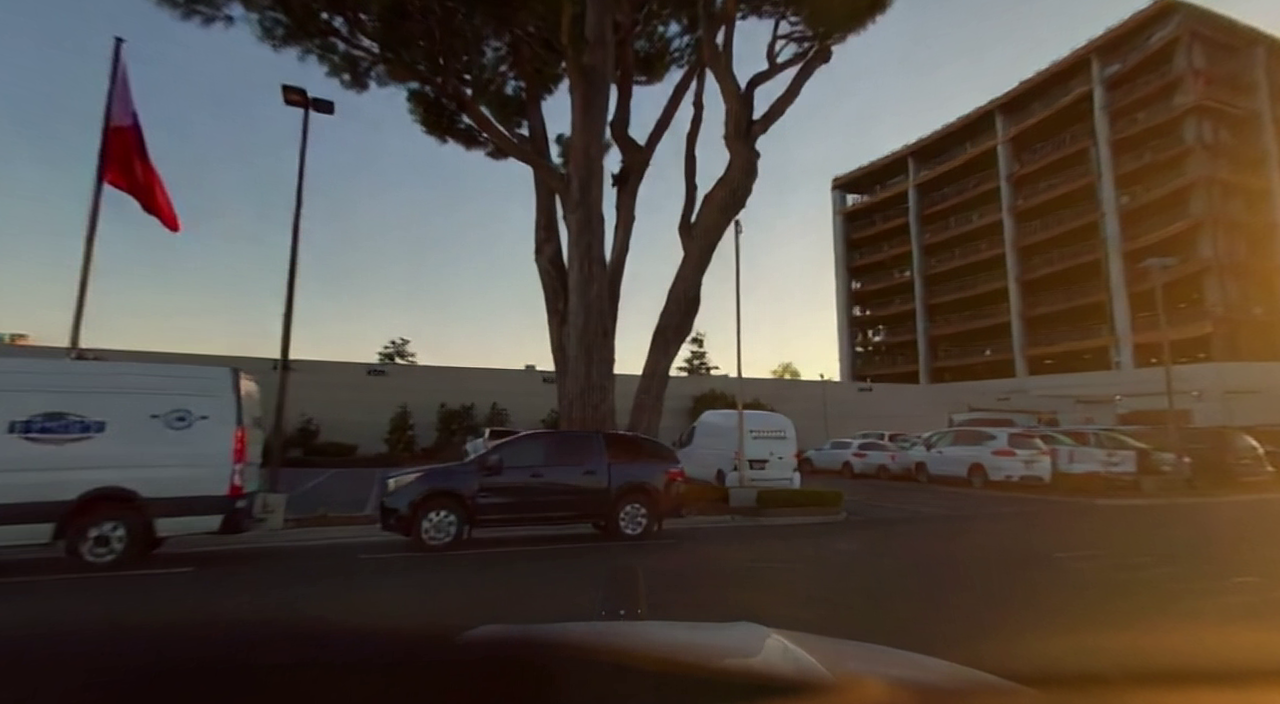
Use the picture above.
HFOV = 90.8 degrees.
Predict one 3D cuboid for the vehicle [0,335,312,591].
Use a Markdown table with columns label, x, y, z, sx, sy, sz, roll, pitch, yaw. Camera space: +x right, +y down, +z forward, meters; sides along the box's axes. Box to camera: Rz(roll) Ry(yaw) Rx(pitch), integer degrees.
| label | x | y | z | sx | sy | sz | roll | pitch | yaw |
| --- | --- | --- | --- | --- | --- | --- | --- | --- | --- |
| vehicle | -7.614 | 1.328 | 7.858 | 5.899 | 2.757 | 2.257 | 3 | -9 | -21 |

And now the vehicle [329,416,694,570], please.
| label | x | y | z | sx | sy | sz | roll | pitch | yaw |
| --- | --- | --- | --- | --- | --- | --- | --- | --- | --- |
| vehicle | -1.864 | 2.017 | 9.748 | 4.992 | 1.894 | 2.043 | 4 | -8 | -21 |

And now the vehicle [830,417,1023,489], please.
| label | x | y | z | sx | sy | sz | roll | pitch | yaw |
| --- | --- | --- | --- | --- | --- | --- | --- | --- | --- |
| vehicle | 9.855 | 3.553 | 22.691 | 2.228 | 2.126 | 6.632 | 1 | -8 | -19 |

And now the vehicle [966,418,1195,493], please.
| label | x | y | z | sx | sy | sz | roll | pitch | yaw |
| --- | --- | --- | --- | --- | --- | --- | --- | --- | --- |
| vehicle | 15.450 | 3.637 | 22.858 | 2.242 | 2.227 | 6.505 | 1 | -8 | -21 |

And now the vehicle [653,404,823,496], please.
| label | x | y | z | sx | sy | sz | roll | pitch | yaw |
| --- | --- | --- | --- | --- | --- | --- | --- | --- | --- |
| vehicle | 2.652 | 2.965 | 19.334 | 2.491 | 2.324 | 5.986 | 3 | -9 | -20 |
